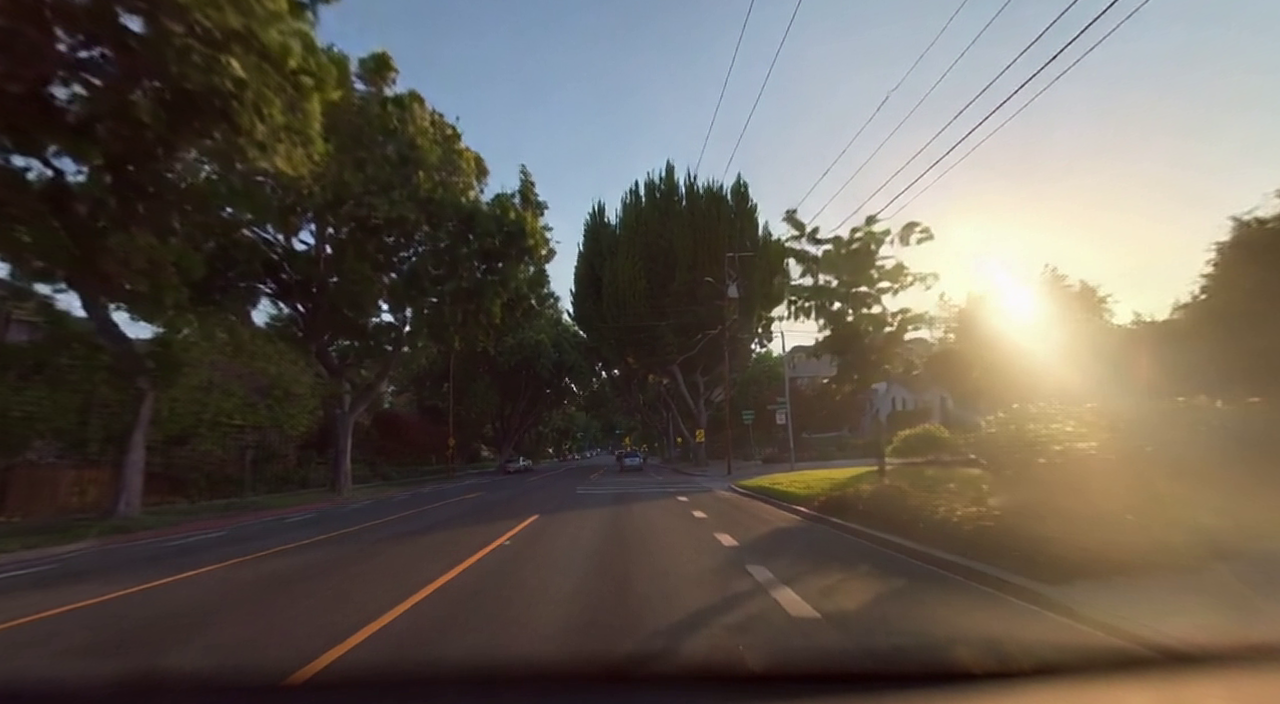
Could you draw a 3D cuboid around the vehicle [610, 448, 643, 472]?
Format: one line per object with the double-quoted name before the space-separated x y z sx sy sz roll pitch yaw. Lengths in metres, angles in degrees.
"vehicle" -0.910 7.164 42.192 2.104 1.500 3.815 1 -9 -1
